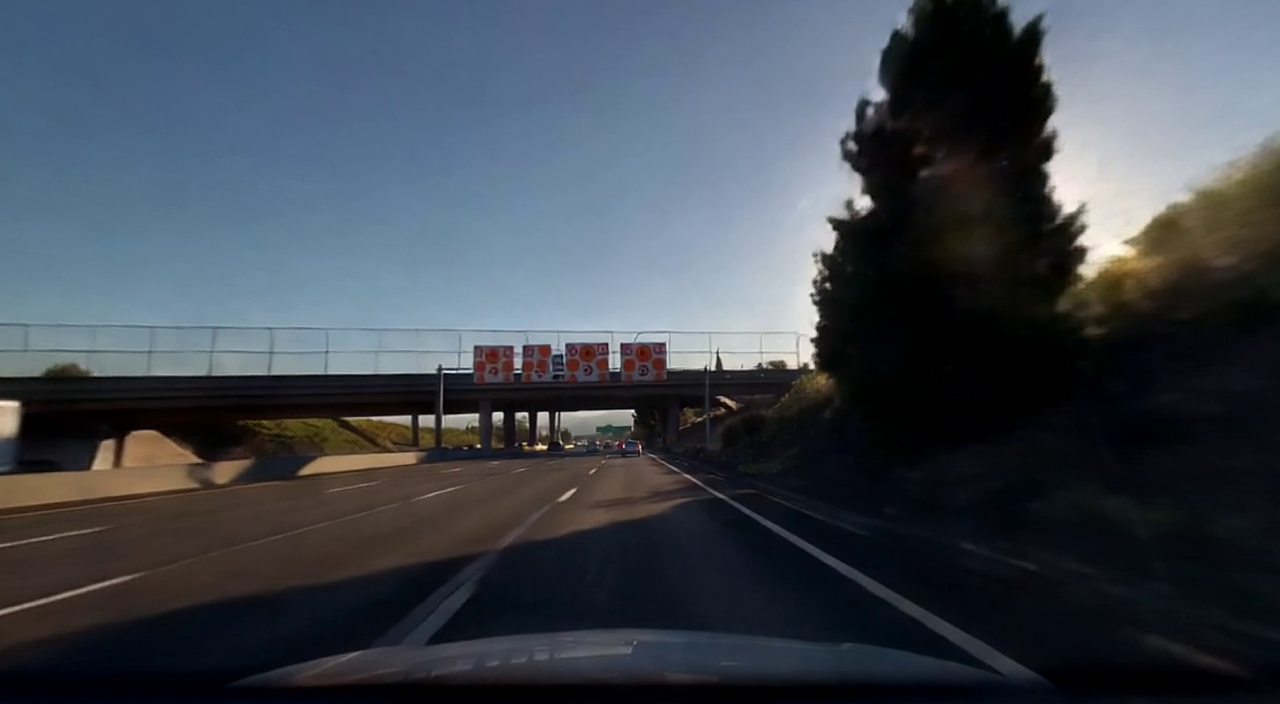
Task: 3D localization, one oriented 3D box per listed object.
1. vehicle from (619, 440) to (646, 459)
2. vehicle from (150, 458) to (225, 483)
[{"bbox_3d":[-0.635,7.633,49.463,2.072,1.440,3.690,0,-8,-2],"label":"vehicle"},{"bbox_3d":[-29.482,7.719,41.202,1.863,1.449,4.350,0,-8,-3],"label":"vehicle"}]
